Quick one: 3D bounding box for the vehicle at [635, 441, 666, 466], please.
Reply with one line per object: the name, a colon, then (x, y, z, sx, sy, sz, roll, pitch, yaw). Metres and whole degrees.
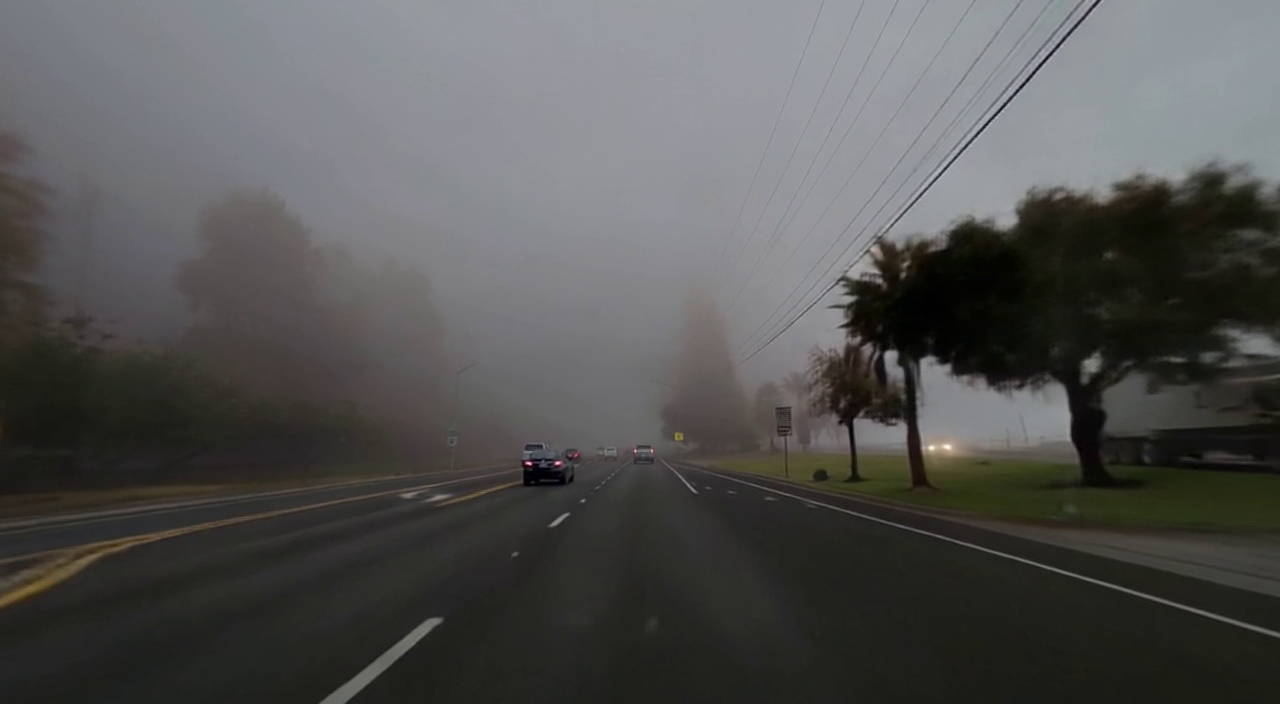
vehicle: (0.748, 7.398, 46.042, 2.155, 1.781, 3.977, 0, -9, 0)

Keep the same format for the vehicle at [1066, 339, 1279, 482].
vehicle: (19.729, 2.027, 22.204, 2.923, 4.081, 8.860, -2, -6, -1)

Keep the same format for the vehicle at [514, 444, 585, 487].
vehicle: (-3.295, 4.219, 23.724, 1.982, 1.451, 4.152, 0, -9, 1)
